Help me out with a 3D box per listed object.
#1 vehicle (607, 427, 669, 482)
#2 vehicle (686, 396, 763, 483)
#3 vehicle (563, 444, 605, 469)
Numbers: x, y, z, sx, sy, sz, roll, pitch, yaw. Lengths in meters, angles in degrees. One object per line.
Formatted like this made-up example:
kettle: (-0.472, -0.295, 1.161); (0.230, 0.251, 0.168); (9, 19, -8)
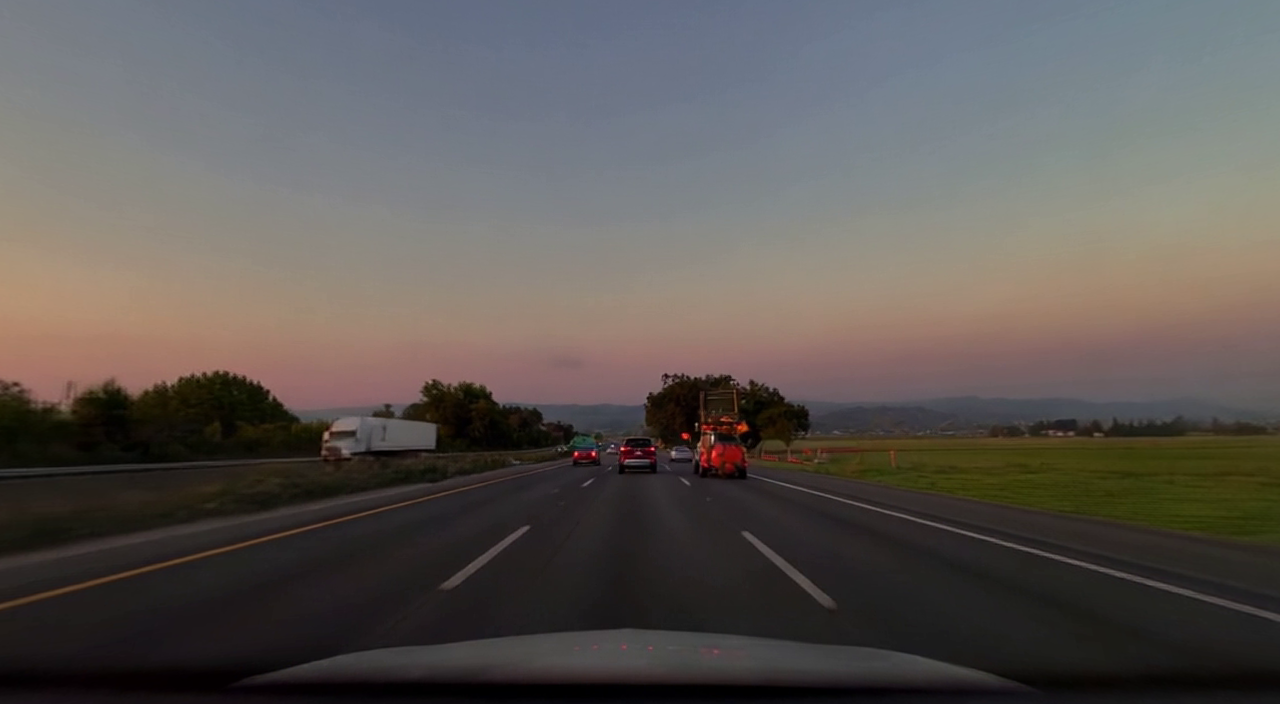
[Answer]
vehicle: (-0.057, 4.131, 25.657); (2.308, 1.993, 4.631); (0, -8, 1)
vehicle: (4.069, 4.570, 32.759); (2.793, 3.828, 9.580); (0, -8, 1)
vehicle: (-3.396, 6.409, 38.880); (2.096, 1.469, 4.319); (0, -8, 1)
